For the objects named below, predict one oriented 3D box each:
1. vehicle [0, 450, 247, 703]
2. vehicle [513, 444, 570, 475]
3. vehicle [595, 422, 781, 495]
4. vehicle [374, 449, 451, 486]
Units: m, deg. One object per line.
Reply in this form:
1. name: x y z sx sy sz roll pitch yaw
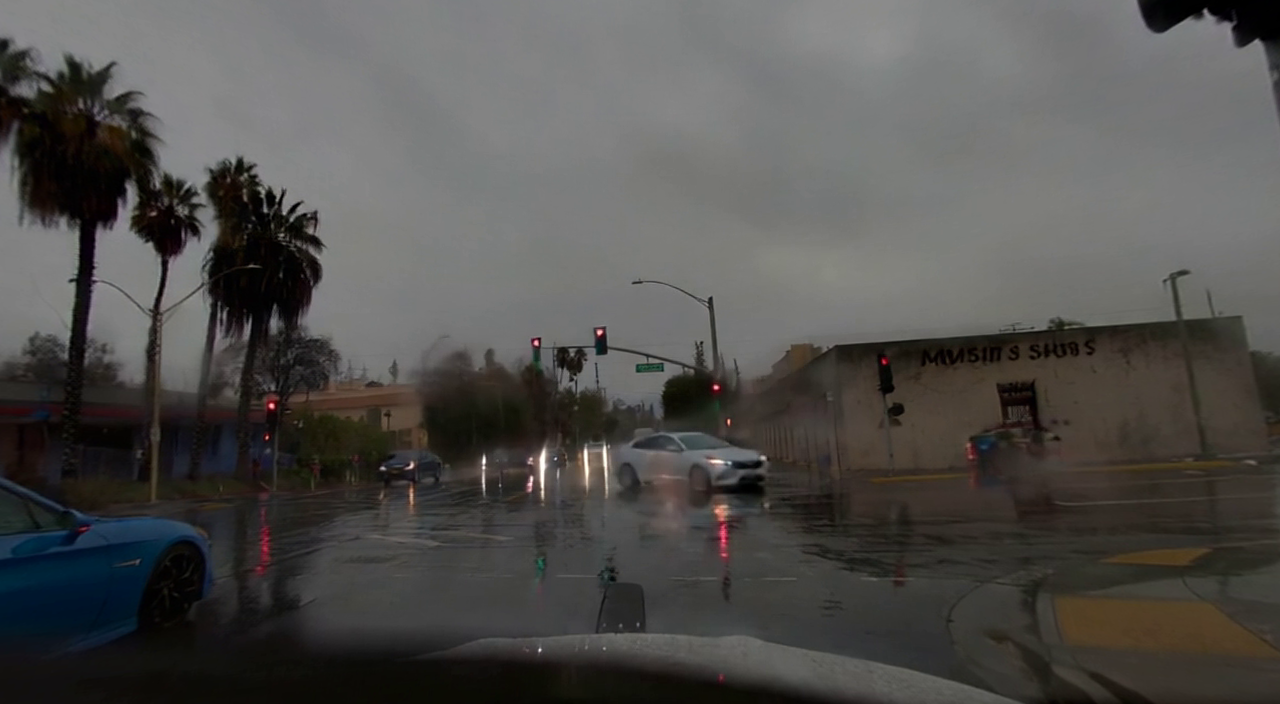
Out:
1. vehicle: -3.700 1.024 2.243 1.850 1.325 4.295 0 -9 0
2. vehicle: -5.096 5.633 33.290 1.839 1.468 4.549 -1 -9 6
3. vehicle: 1.171 2.867 17.277 4.775 1.709 2.092 -8 -12 43
4. vehicle: -12.361 6.283 34.640 1.870 1.705 4.426 -7 -10 11
